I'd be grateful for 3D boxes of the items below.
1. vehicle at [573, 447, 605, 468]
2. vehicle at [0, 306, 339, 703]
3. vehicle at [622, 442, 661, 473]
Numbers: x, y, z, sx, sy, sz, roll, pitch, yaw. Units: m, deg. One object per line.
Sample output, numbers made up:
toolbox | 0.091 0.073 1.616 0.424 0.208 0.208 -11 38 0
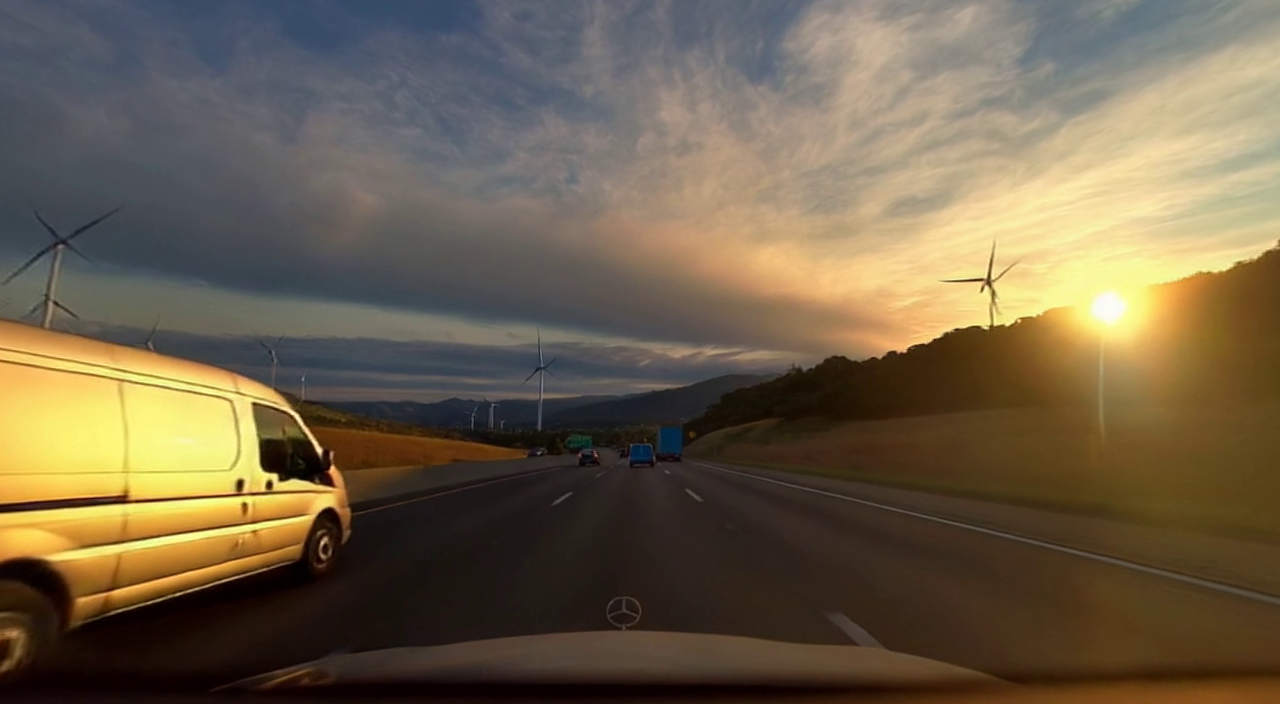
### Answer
vehicle | -3.747 7.841 46.999 1.984 1.491 4.341 0 -9 0
vehicle | -4.101 0.925 3.807 2.238 1.984 4.650 0 -9 0
vehicle | 0.068 6.090 36.521 2.083 1.689 4.083 0 -9 0
